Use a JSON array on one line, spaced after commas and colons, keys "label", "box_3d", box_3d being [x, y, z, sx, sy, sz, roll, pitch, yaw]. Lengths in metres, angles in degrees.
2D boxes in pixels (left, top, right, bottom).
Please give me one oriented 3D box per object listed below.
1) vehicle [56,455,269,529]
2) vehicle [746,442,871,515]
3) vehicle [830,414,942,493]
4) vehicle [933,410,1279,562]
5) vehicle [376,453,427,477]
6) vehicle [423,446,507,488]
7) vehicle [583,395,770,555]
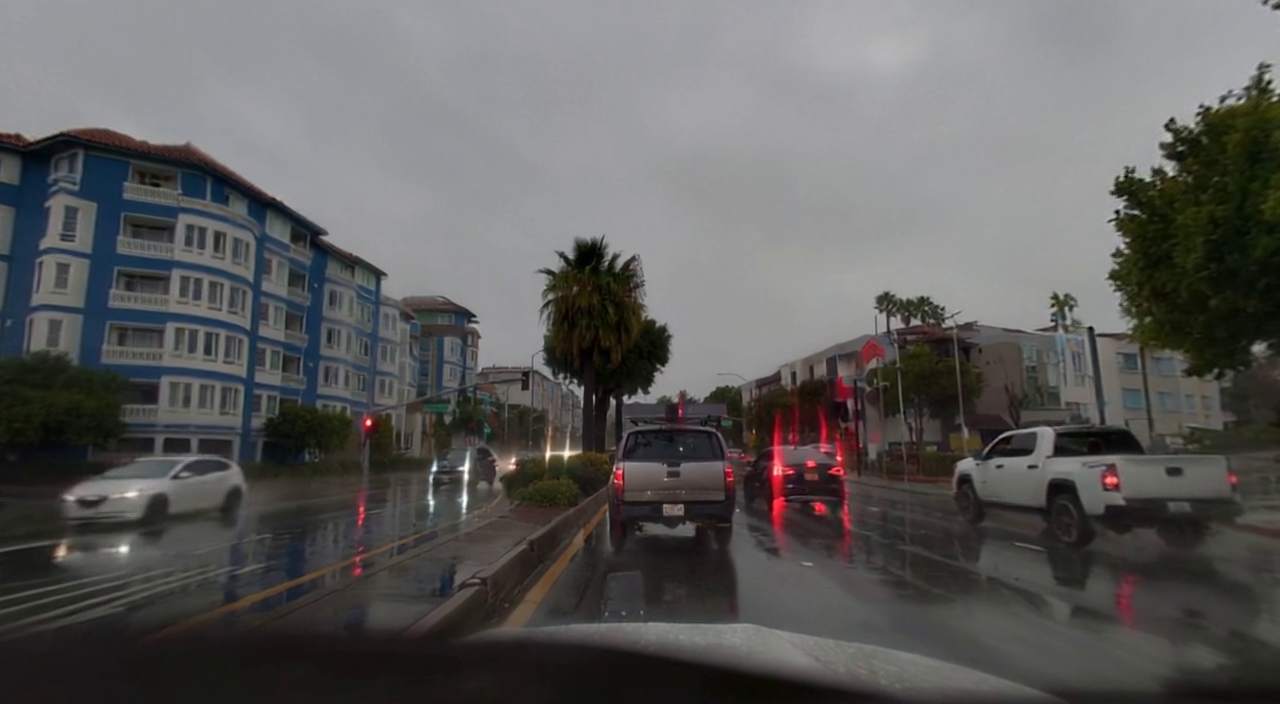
[{"label": "vehicle", "box_3d": [-11.585, 3.372, 15.756, 2.031, 1.534, 4.079, 0, -9, 1]}, {"label": "vehicle", "box_3d": [4.114, 3.136, 16.182, 2.072, 1.595, 4.124, 0, -9, 0]}, {"label": "vehicle", "box_3d": [10.812, 4.370, 28.360, 2.663, 3.061, 5.602, -2, -5, 0]}, {"label": "vehicle", "box_3d": [7.497, 2.154, 10.967, 2.215, 1.973, 5.323, 0, -9, 0]}, {"label": "vehicle", "box_3d": [-18.095, 8.537, 48.021, 1.972, 1.694, 4.466, 0, -9, 2]}, {"label": "vehicle", "box_3d": [-7.884, 5.225, 28.995, 2.268, 1.733, 4.821, -1, -9, 2]}, {"label": "vehicle", "box_3d": [0.549, 2.059, 11.235, 2.487, 2.115, 5.444, 0, -9, 1]}]
